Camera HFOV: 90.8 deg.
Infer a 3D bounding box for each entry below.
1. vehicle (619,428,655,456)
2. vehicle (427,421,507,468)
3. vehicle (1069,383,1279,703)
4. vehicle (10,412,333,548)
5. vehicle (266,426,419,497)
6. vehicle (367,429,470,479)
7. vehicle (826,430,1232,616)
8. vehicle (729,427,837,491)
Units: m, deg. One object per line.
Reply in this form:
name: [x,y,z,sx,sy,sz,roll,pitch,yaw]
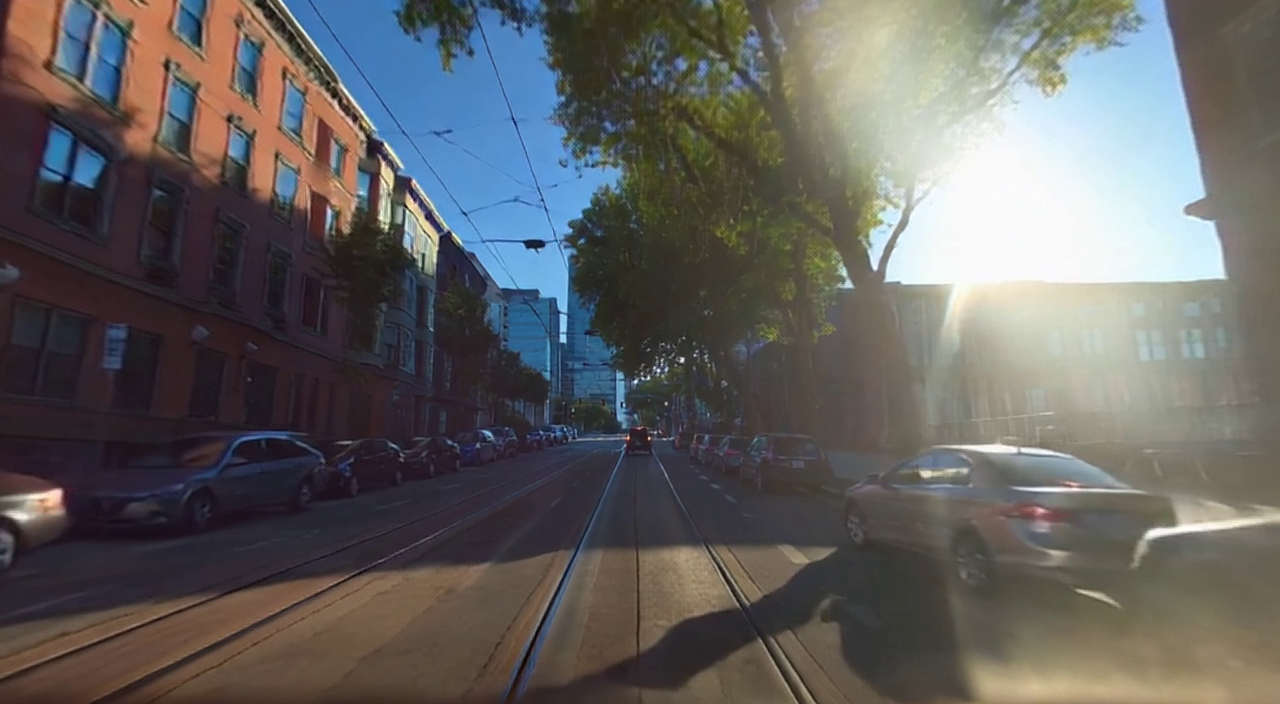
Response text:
vehicle: [-0.199,5.236,36.605,1.984,1.571,3.404,0,-9,-1]
vehicle: [-7.305,4.024,27.330,2.049,1.821,5.066,0,-9,0]
vehicle: [3.935,0.896,2.182,1.929,1.723,4.134,0,-9,0]
vehicle: [-7.352,1.995,10.720,1.861,1.751,4.550,1,-7,2]
vehicle: [-7.342,2.816,16.174,1.756,1.492,4.426,2,-10,-1]
vehicle: [-7.389,3.483,21.622,1.833,1.477,4.851,0,-9,-1]
vehicle: [3.798,1.708,7.270,1.838,1.475,4.163,0,-9,-3]
vehicle: [3.838,2.973,17.736,1.890,1.559,4.281,0,-9,-2]
